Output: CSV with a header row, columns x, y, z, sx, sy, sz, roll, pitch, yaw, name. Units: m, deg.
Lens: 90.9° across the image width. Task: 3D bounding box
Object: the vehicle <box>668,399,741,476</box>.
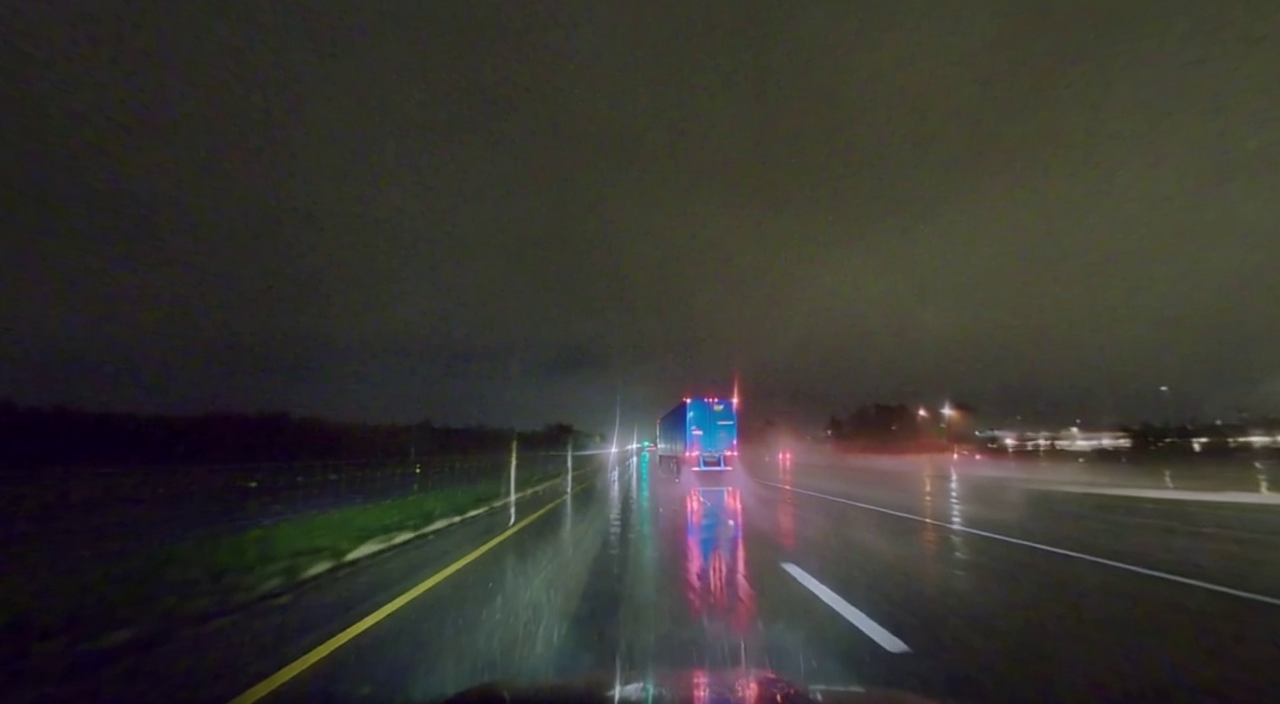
x,y,z,sx,sy,sz,roll,pitch,yaw,name
3.749,5.503,39.885,3.175,4.103,11.612,0,-9,-1,vehicle
